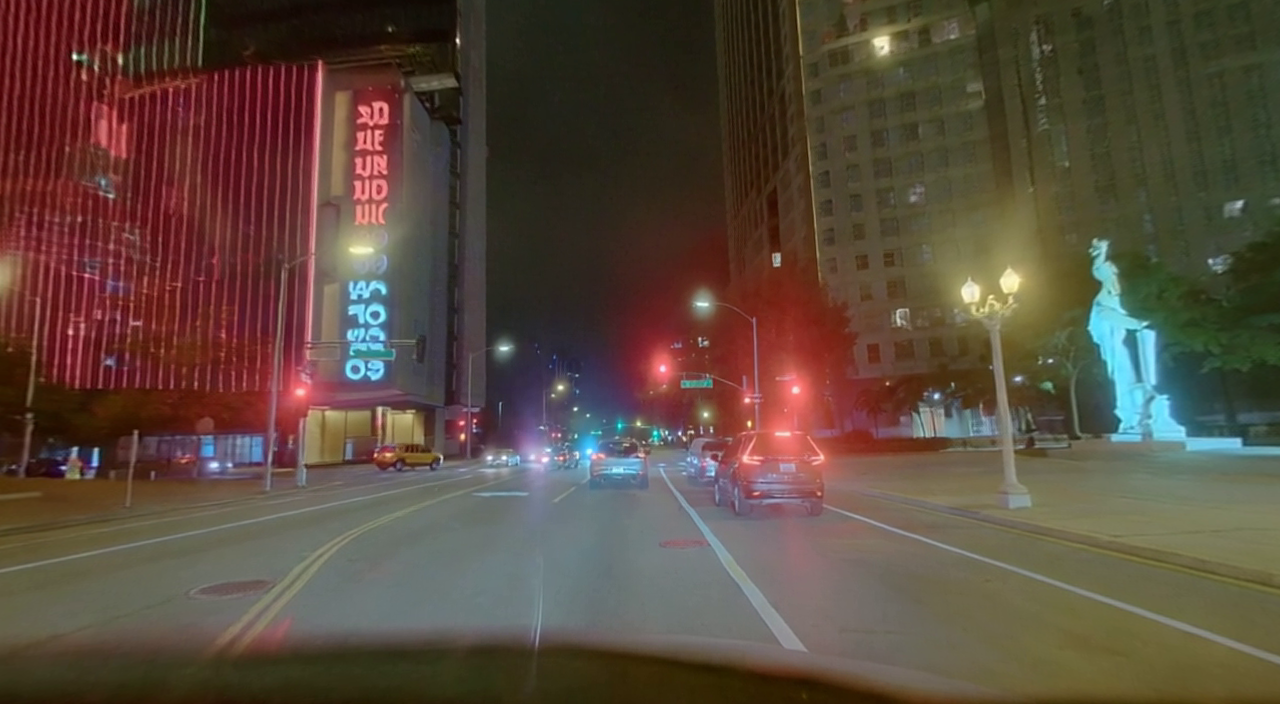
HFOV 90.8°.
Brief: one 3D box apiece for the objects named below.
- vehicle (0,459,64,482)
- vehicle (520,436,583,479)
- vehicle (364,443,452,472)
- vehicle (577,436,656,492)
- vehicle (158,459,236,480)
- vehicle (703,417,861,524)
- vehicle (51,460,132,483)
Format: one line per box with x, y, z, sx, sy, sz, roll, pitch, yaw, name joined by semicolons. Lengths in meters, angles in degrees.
-45.122;8.728;46.521;3.671;1.498;1.670;2;-9;4;vehicle
-3.591;4.375;26.492;2.045;1.633;4.864;0;-9;-2;vehicle
-14.699;6.731;40.309;4.855;1.769;2.071;1;-9;-6;vehicle
-0.631;3.303;18.938;2.096;1.492;4.071;0;-9;0;vehicle
-32.441;8.586;46.330;4.392;1.427;1.764;0;-9;0;vehicle
2.609;2.328;12.868;2.096;1.775;4.440;0;-9;-1;vehicle
-40.240;8.762;46.428;4.224;1.622;1.808;0;-9;1;vehicle
